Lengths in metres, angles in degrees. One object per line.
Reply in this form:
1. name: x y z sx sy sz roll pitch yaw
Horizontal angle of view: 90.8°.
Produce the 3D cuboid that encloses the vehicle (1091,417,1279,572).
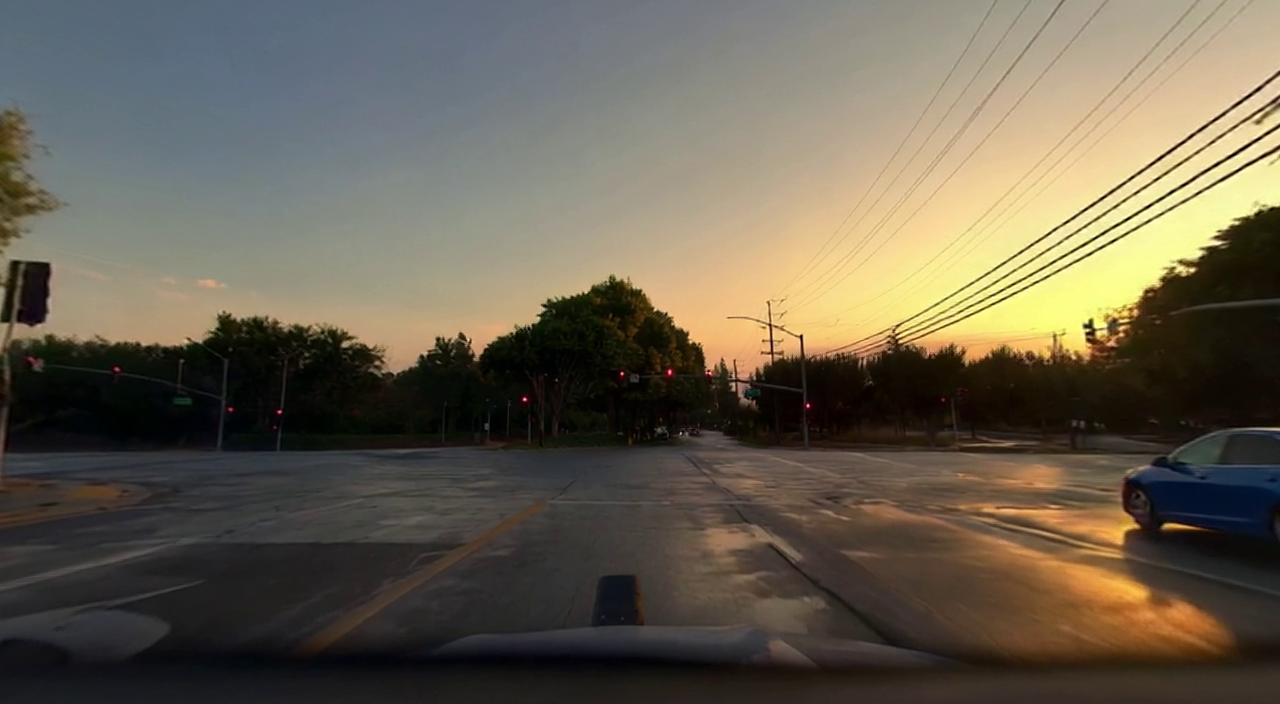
1. vehicle: 7.380 1.552 7.149 1.797 1.544 3.685 0 -8 0
